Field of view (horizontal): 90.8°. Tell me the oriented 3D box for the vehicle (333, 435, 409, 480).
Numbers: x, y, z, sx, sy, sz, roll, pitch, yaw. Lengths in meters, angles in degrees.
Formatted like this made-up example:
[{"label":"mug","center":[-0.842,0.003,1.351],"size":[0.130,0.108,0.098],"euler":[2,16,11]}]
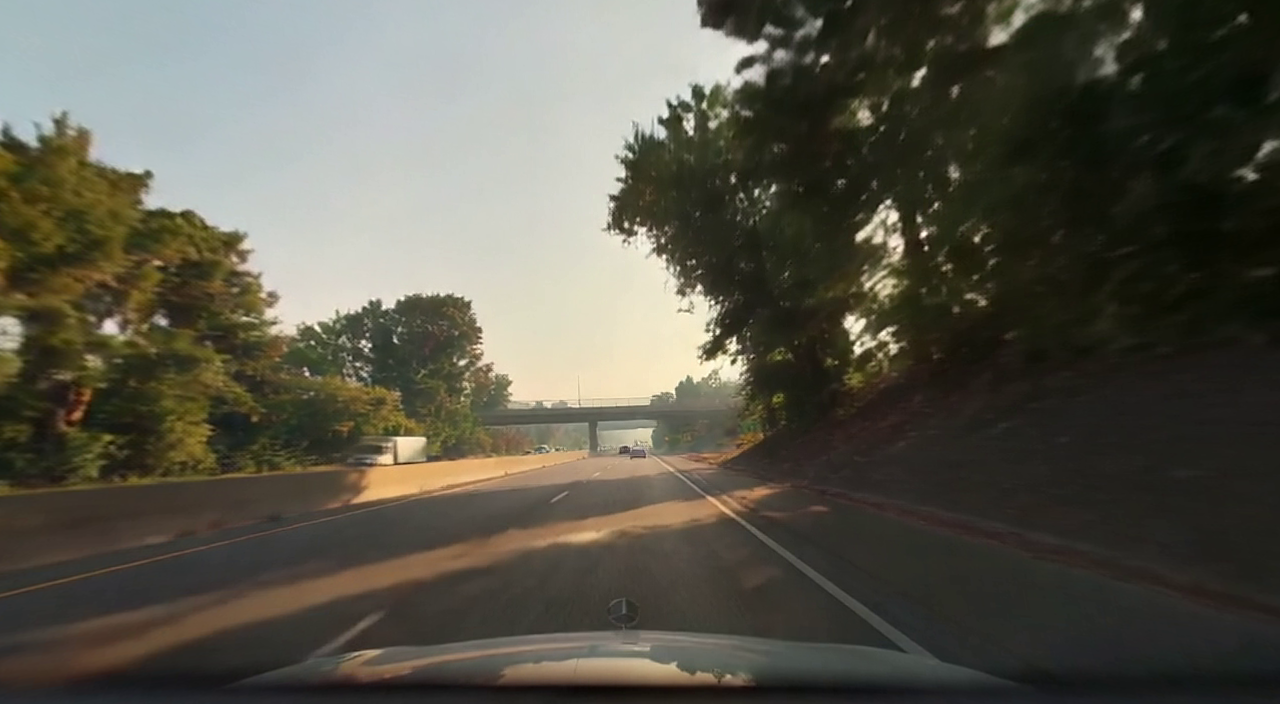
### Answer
[{"label":"vehicle","center":[-17.012,6.667,40.282],"size":[2.243,2.618,5.756],"euler":[0,-9,0]}]
